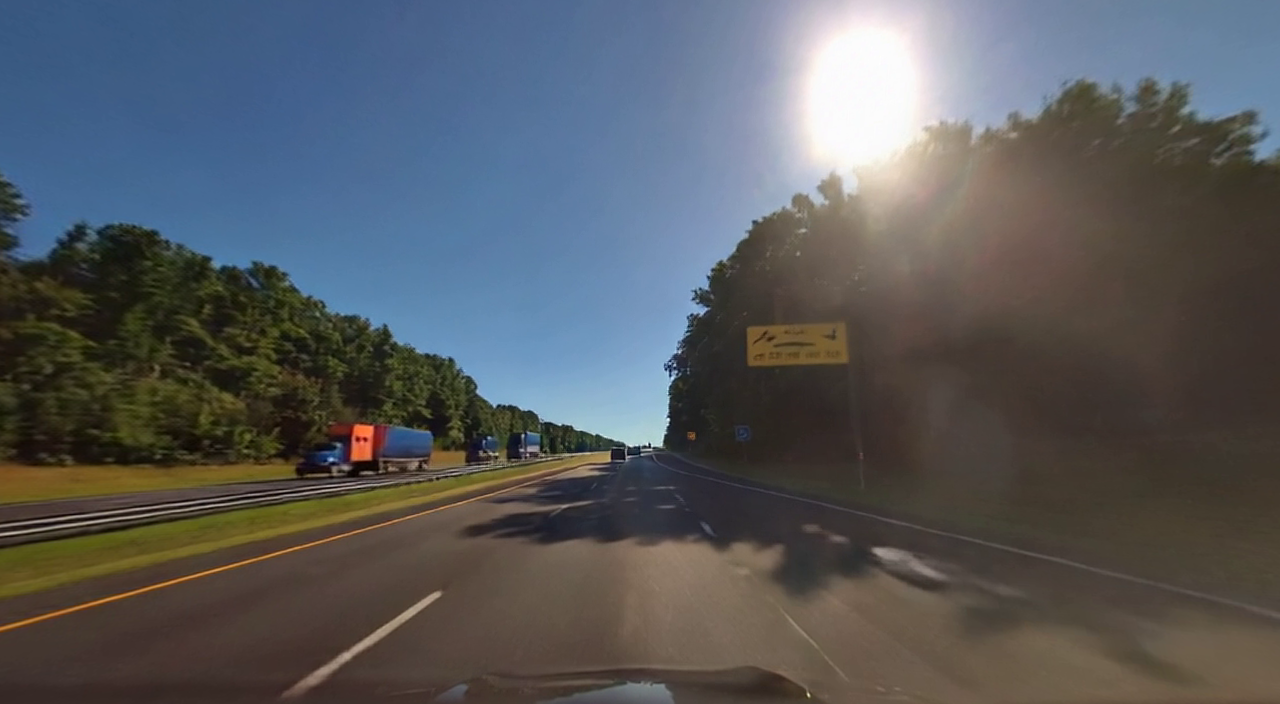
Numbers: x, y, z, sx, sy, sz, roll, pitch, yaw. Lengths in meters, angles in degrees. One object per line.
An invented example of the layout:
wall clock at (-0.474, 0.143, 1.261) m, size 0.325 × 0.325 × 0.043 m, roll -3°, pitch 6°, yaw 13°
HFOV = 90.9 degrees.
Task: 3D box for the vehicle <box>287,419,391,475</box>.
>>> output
vehicle at (-22.889, 7.391, 48.805) m, size 3.015 × 3.832 × 9.988 m, roll 0°, pitch -9°, yaw 1°
